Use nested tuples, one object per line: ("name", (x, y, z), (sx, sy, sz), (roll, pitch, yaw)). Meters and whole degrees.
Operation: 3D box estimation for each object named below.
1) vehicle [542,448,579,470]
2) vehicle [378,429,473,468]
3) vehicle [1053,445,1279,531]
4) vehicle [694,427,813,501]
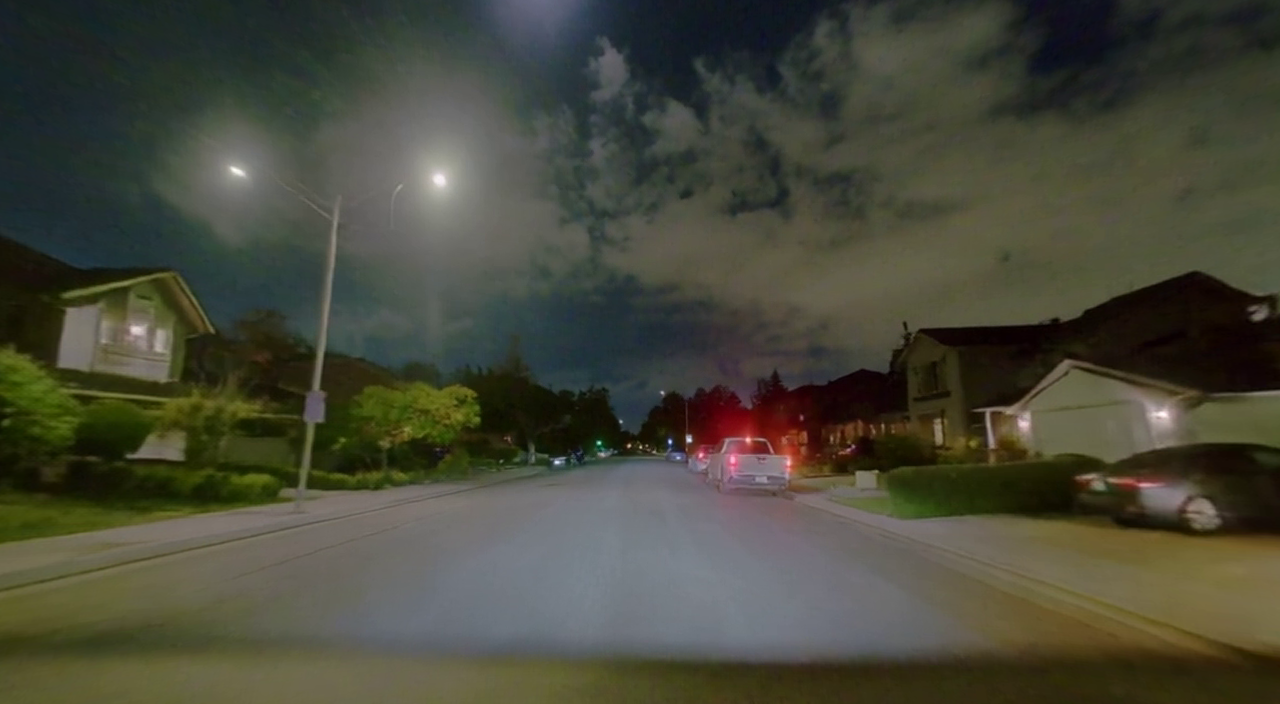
("vehicle", (-5.840, 7.947, 46.816), (2.027, 1.544, 4.959), (0, -9, 0))
("vehicle", (-13.116, 5.901, 38.628), (4.837, 1.897, 2.228), (4, -8, 5))
("vehicle", (10.510, 2.343, 11.130), (5.034, 1.361, 1.928), (0, -9, 0))
("vehicle", (3.764, 3.968, 22.812), (2.952, 2.216, 7.033), (0, -9, -1))
